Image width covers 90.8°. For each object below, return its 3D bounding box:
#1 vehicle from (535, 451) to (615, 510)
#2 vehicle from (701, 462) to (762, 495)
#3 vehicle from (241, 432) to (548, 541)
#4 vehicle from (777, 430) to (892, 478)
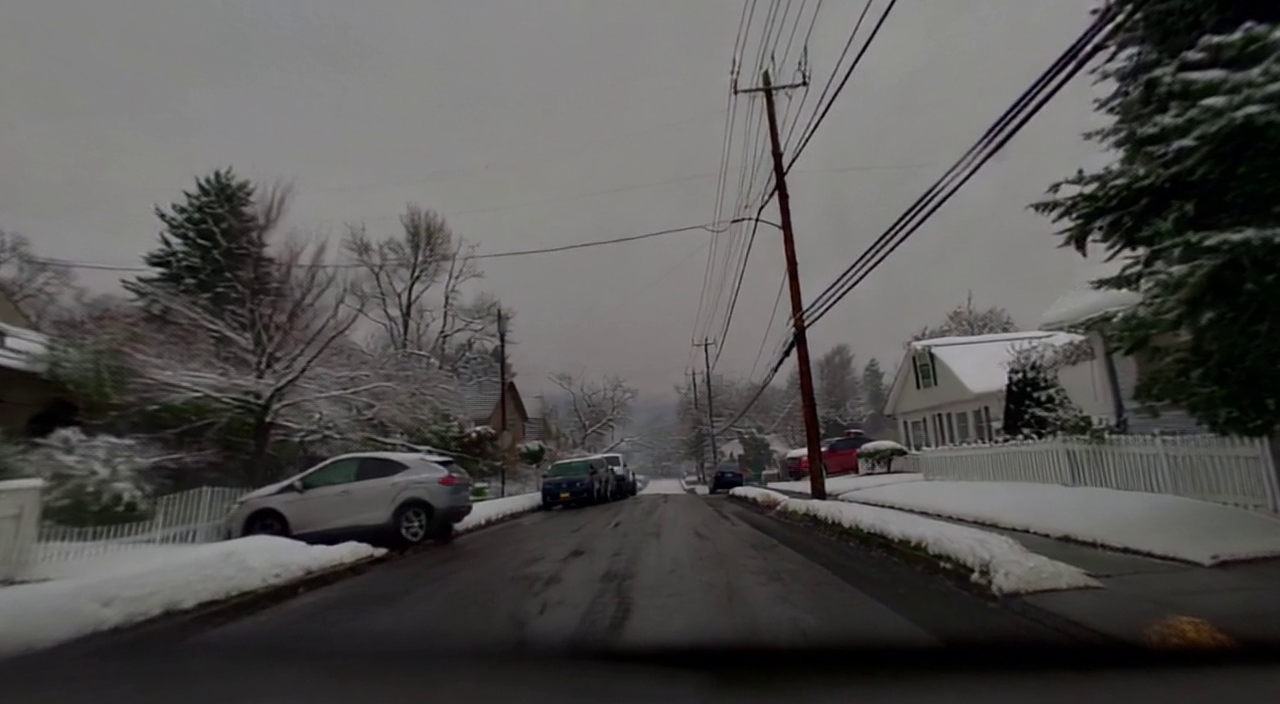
[{"bbox_3d":[-1.916,4.004,20.217,2.081,1.589,4.691,0,-8,0],"label":"vehicle"},{"bbox_3d":[4.985,6.775,34.091,3.005,1.535,4.025,-2,-9,10],"label":"vehicle"},{"bbox_3d":[-4.223,2.480,11.668,4.537,1.595,2.471,2,-12,2],"label":"vehicle"},{"bbox_3d":[8.157,4.278,26.833,4.249,1.905,1.904,0,-7,0],"label":"vehicle"}]
